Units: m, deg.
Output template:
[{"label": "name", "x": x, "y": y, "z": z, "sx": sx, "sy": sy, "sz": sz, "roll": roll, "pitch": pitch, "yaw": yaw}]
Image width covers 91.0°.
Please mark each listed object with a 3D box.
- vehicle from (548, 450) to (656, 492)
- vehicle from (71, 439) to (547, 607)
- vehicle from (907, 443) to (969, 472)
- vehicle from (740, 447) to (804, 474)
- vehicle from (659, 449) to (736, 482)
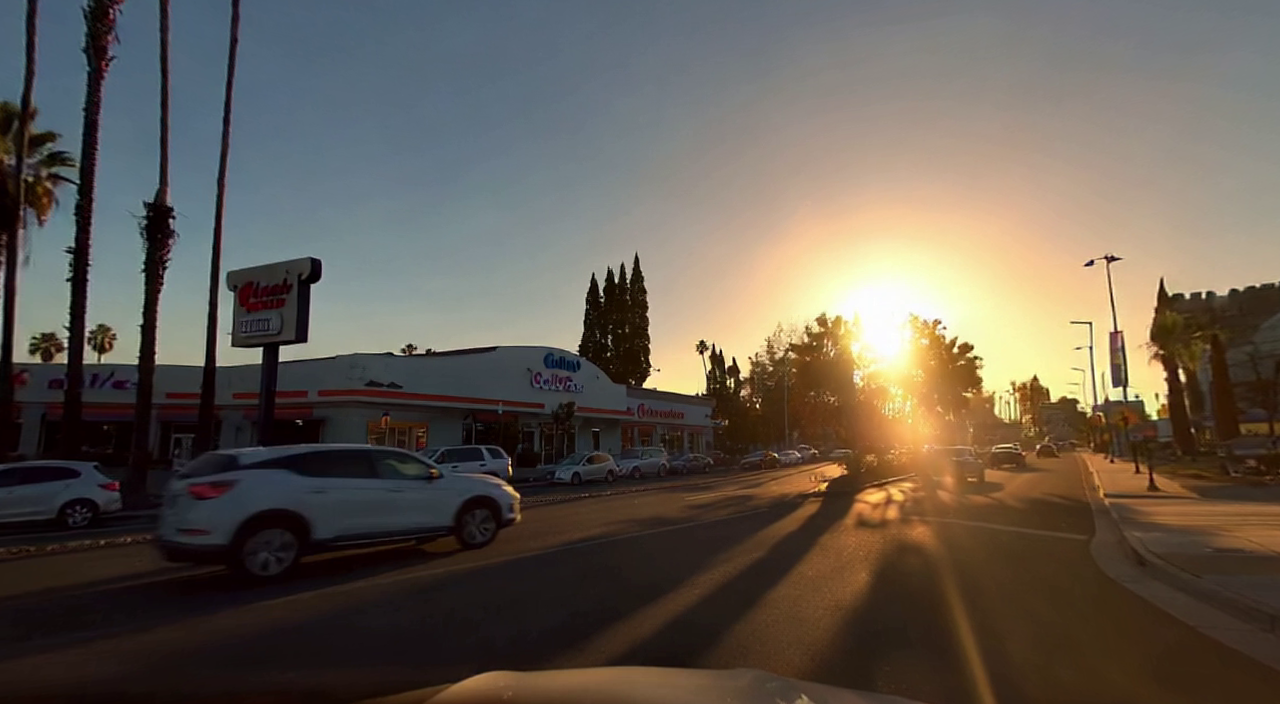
[{"label": "vehicle", "x": -1.397, "y": 4.652, "z": 25.009, "sx": 1.837, "sy": 1.468, "sz": 4.389, "roll": -6, "pitch": -11, "yaw": 37}, {"label": "vehicle", "x": -4.002, "y": 1.951, "z": 8.380, "sx": 5.090, "sy": 1.513, "sz": 2.232, "roll": 8, "pitch": -12, "yaw": -44}, {"label": "vehicle", "x": 17.031, "y": 5.963, "z": 35.807, "sx": 2.035, "sy": 1.485, "sz": 4.849, "roll": -7, "pitch": -11, "yaw": 38}, {"label": "vehicle", "x": 8.049, "y": 6.537, "z": 38.064, "sx": 1.981, "sy": 1.493, "sz": 4.721, "roll": -6, "pitch": -11, "yaw": 36}, {"label": "vehicle", "x": 2.876, "y": 5.501, "z": 30.851, "sx": 1.776, "sy": 1.448, "sz": 4.137, "roll": -6, "pitch": -11, "yaw": 37}]
